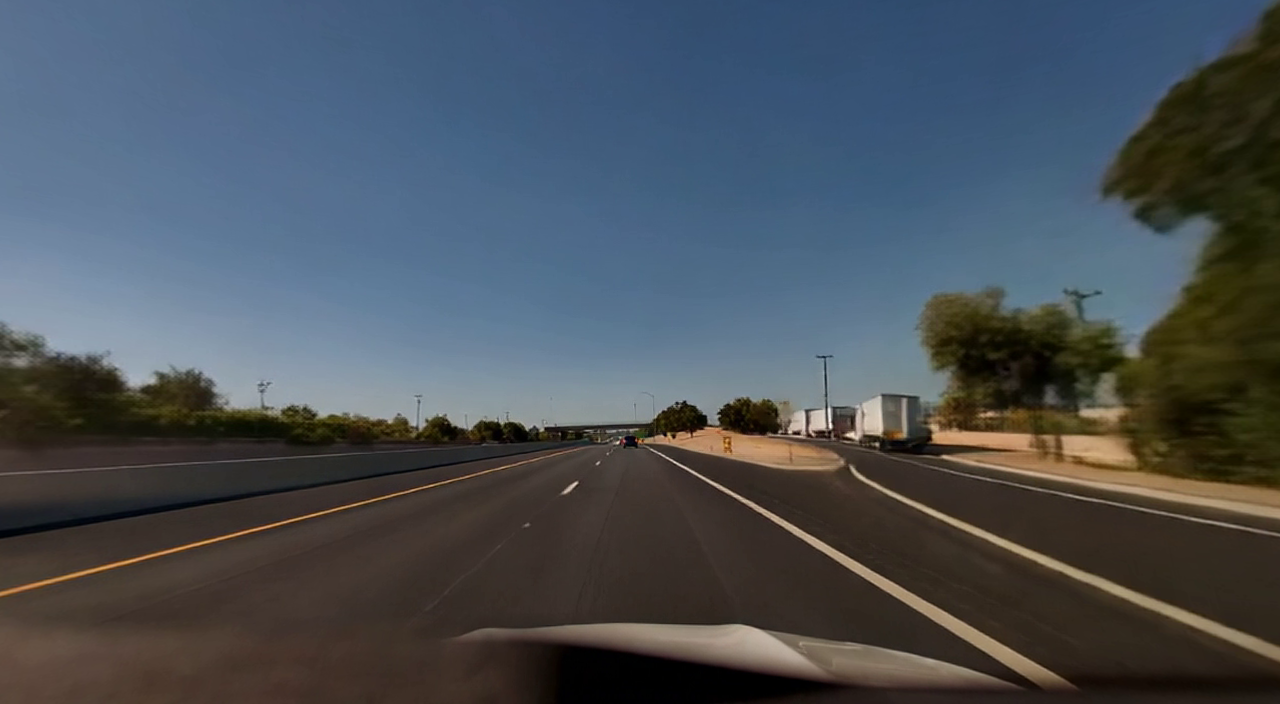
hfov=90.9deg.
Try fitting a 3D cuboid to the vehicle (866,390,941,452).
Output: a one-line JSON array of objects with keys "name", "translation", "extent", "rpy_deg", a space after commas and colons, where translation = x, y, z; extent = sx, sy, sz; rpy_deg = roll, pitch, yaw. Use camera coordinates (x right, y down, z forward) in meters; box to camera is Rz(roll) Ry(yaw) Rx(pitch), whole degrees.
[{"name": "vehicle", "translation": [19.794, 5.455, 48.373], "extent": [3.187, 4.063, 13.741], "rpy_deg": [-2, -8, 14]}]
